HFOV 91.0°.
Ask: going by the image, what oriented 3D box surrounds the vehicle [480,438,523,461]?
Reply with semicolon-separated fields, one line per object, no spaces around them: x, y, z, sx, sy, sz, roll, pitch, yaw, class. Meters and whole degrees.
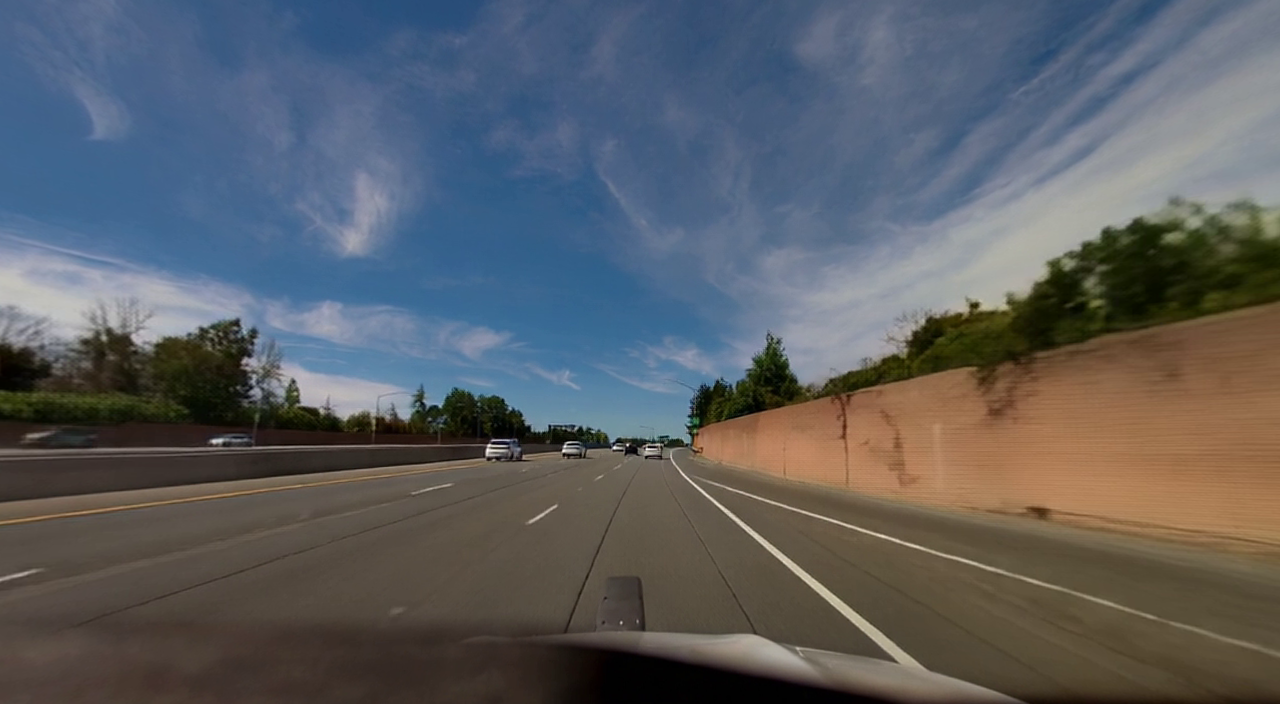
-10.366;7.341;47.496;2.025;1.618;4.683;0;-9;2;vehicle
